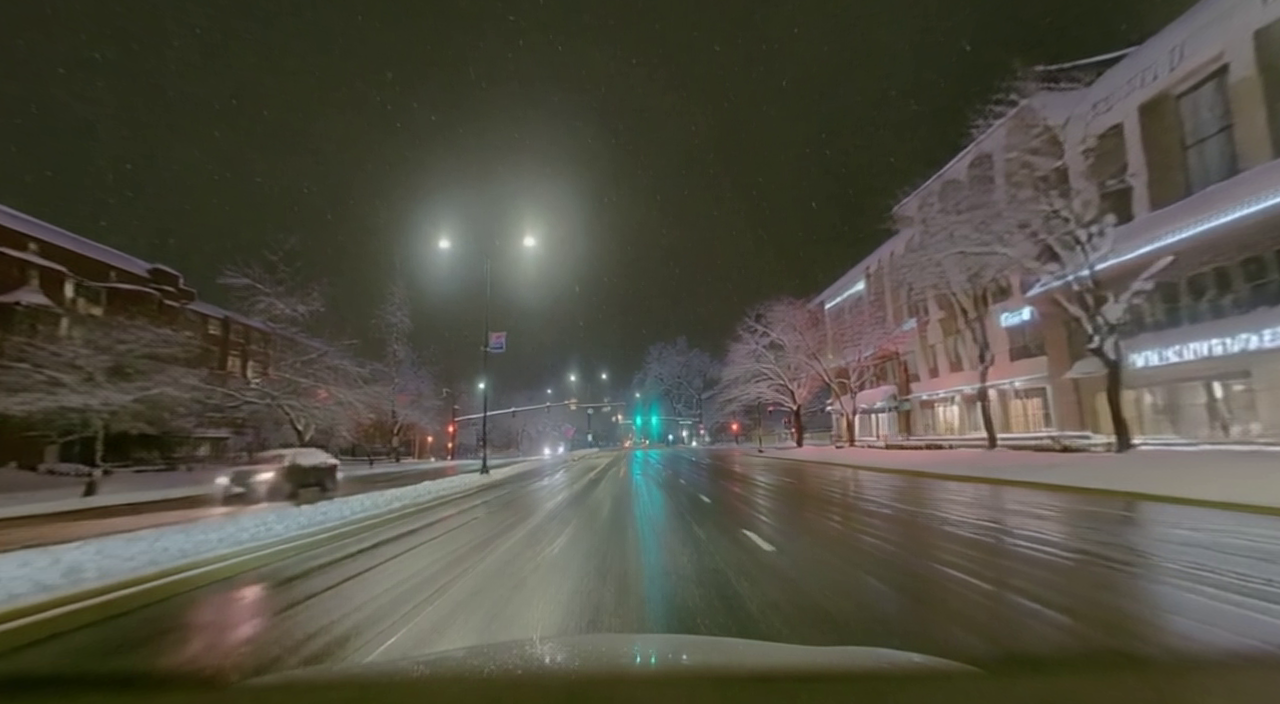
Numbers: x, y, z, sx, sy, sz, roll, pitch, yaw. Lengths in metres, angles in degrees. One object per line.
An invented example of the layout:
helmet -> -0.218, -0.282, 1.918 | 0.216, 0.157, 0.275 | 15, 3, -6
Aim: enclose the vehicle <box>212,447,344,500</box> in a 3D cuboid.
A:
vehicle -> -12.802, 4.281, 22.779 | 2.090, 1.691, 4.497 | 0, -8, 0
